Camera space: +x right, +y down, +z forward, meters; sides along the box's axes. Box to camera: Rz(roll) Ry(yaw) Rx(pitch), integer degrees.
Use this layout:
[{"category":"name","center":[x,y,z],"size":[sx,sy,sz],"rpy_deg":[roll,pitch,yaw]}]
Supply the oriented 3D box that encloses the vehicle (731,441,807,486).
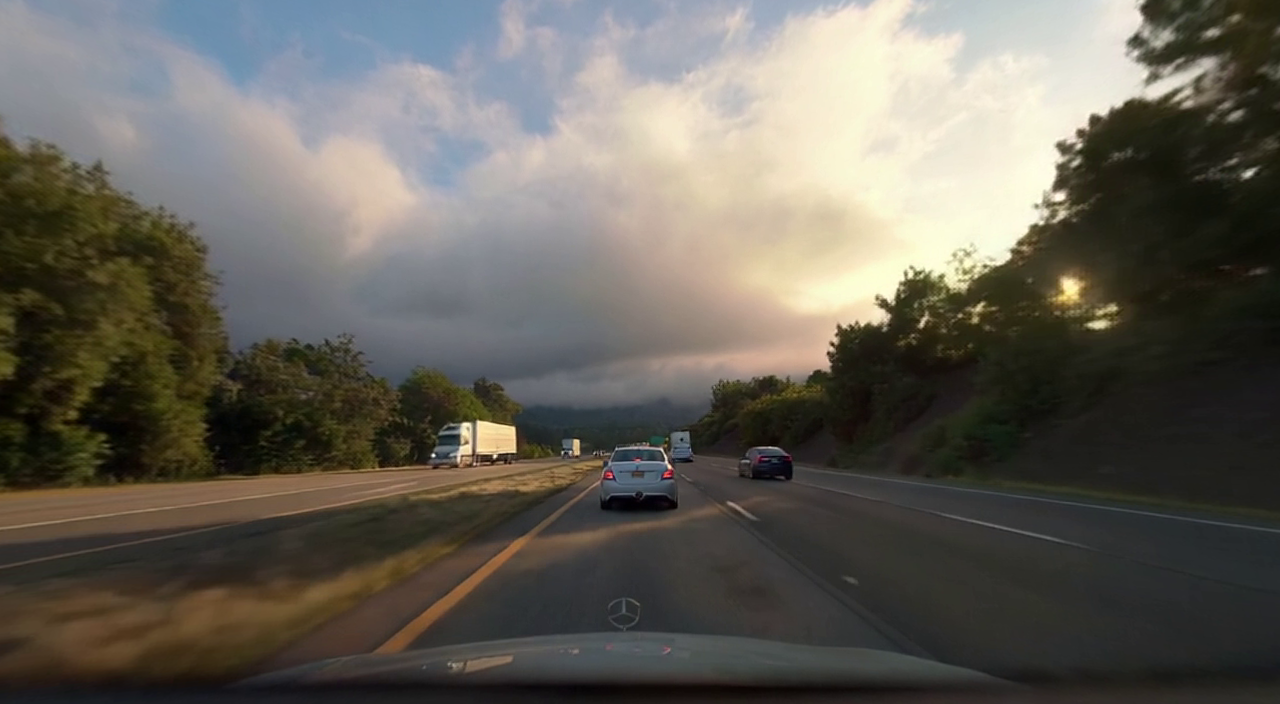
[{"category":"vehicle","center":[4.676,4.114,23.445],"size":[1.931,1.516,3.995],"rpy_deg":[0,-9,-1]}]

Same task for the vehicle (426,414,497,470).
[{"category":"vehicle","center":[-13.245,6.805,47.265],"size":[3.152,3.893,6.812],"rpy_deg":[-1,-9,1]}]

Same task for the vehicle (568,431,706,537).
[{"category":"vehicle","center":[-0.084,2.300,11.481],"size":[2.088,1.580,3.657],"rpy_deg":[0,-9,-1]}]
